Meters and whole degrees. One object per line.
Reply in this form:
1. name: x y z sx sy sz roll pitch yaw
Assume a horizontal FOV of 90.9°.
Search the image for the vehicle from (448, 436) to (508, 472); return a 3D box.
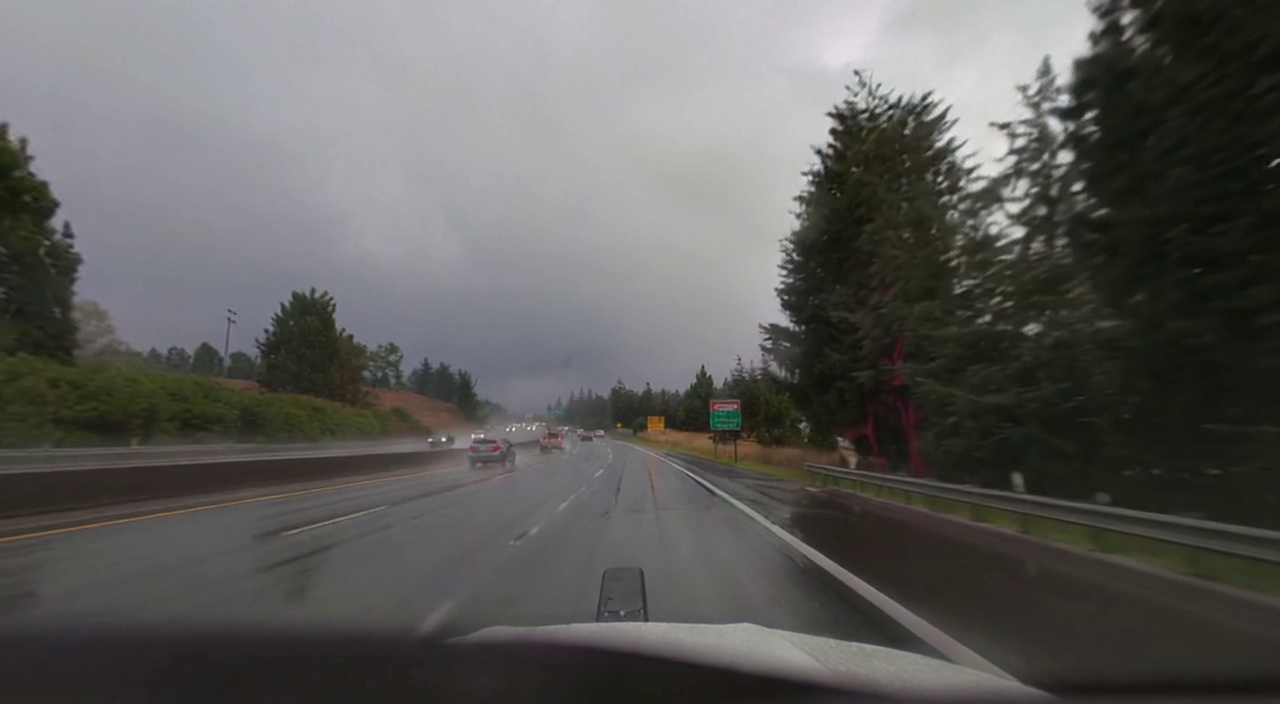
1. vehicle: -7.764 4.917 30.610 1.931 1.608 3.977 0 -8 -1
